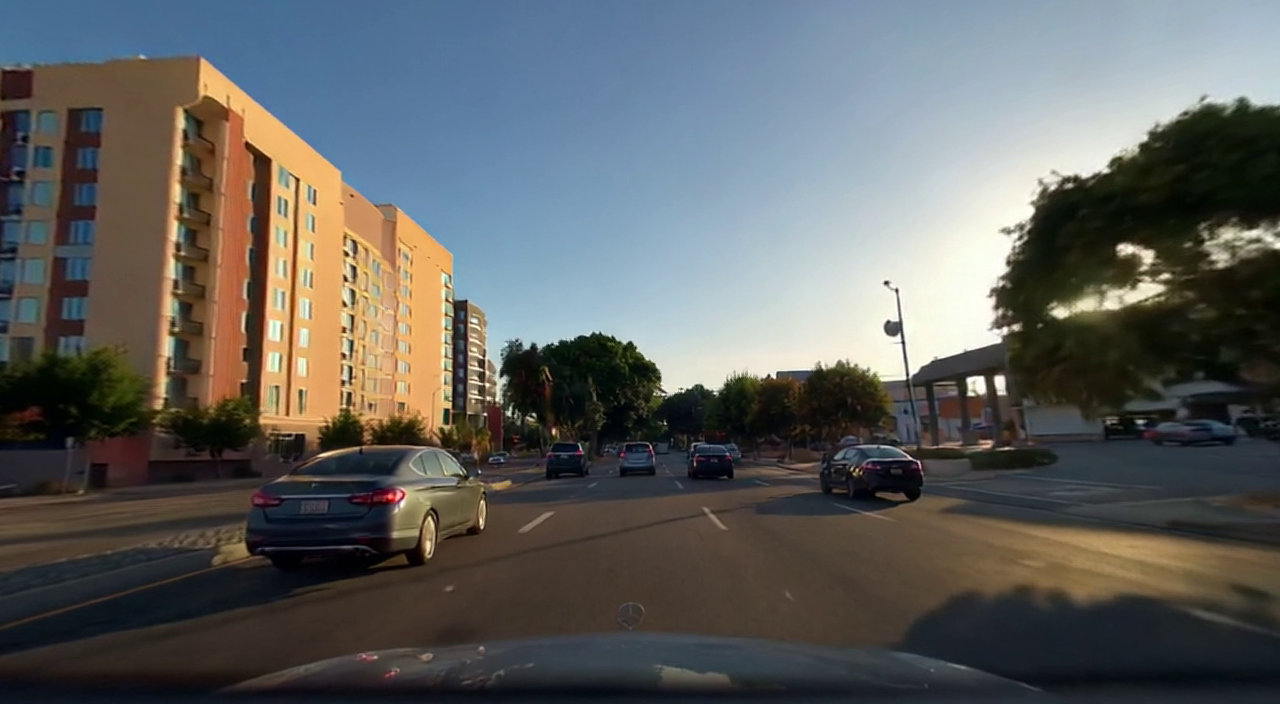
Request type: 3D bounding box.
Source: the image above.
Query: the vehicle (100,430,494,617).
[{"bbox_3d":[-3.288,1.729,7.356,2.095,1.486,4.411,0,-9,0],"label":"vehicle"}]

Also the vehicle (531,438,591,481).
[{"bbox_3d":[-3.500,4.875,28.873,2.117,1.799,4.442,-1,-9,1],"label":"vehicle"}]

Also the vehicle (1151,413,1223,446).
[{"bbox_3d":[28.317,4.032,32.772,1.830,1.465,4.252,-9,-11,29],"label":"vehicle"}]

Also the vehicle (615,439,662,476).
[{"bbox_3d":[-0.089,5.566,33.530,2.304,1.795,4.526,0,-9,0],"label":"vehicle"}]

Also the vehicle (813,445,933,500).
[{"bbox_3d":[6.941,3.625,19.368,1.865,1.458,4.605,0,-9,0],"label":"vehicle"}]

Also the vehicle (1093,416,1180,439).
[{"bbox_3d":[33.475,5.158,42.626,1.762,1.432,4.136,5,-10,-29],"label":"vehicle"}]

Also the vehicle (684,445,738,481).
[{"bbox_3d":[3.072,4.876,27.966,1.884,1.458,4.245,0,-9,0],"label":"vehicle"}]

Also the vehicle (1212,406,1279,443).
[{"bbox_3d":[30.973,3.684,31.613,1.993,1.708,4.464,-4,-10,25],"label":"vehicle"}]
